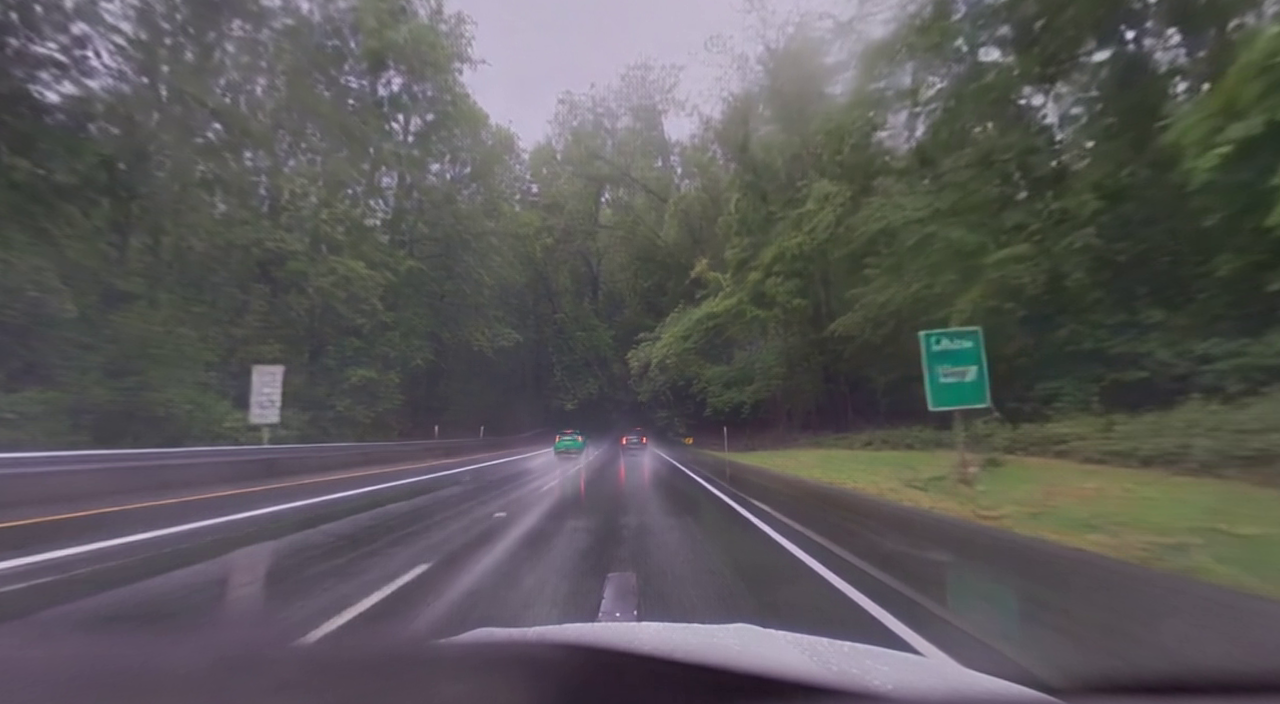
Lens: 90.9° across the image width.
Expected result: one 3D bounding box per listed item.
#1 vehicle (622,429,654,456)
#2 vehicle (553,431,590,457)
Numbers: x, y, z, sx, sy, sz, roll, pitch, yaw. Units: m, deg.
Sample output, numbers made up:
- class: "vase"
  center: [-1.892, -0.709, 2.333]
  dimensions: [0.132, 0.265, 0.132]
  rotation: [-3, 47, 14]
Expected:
- class: "vehicle"
  center: [-0.189, 6.471, 45.083]
  dimensions: [2.170, 1.790, 4.490]
  rotation: [0, -8, -1]
- class: "vehicle"
  center: [-4.570, 6.233, 42.776]
  dimensions: [2.055, 1.610, 4.116]
  rotation: [0, -8, 0]
